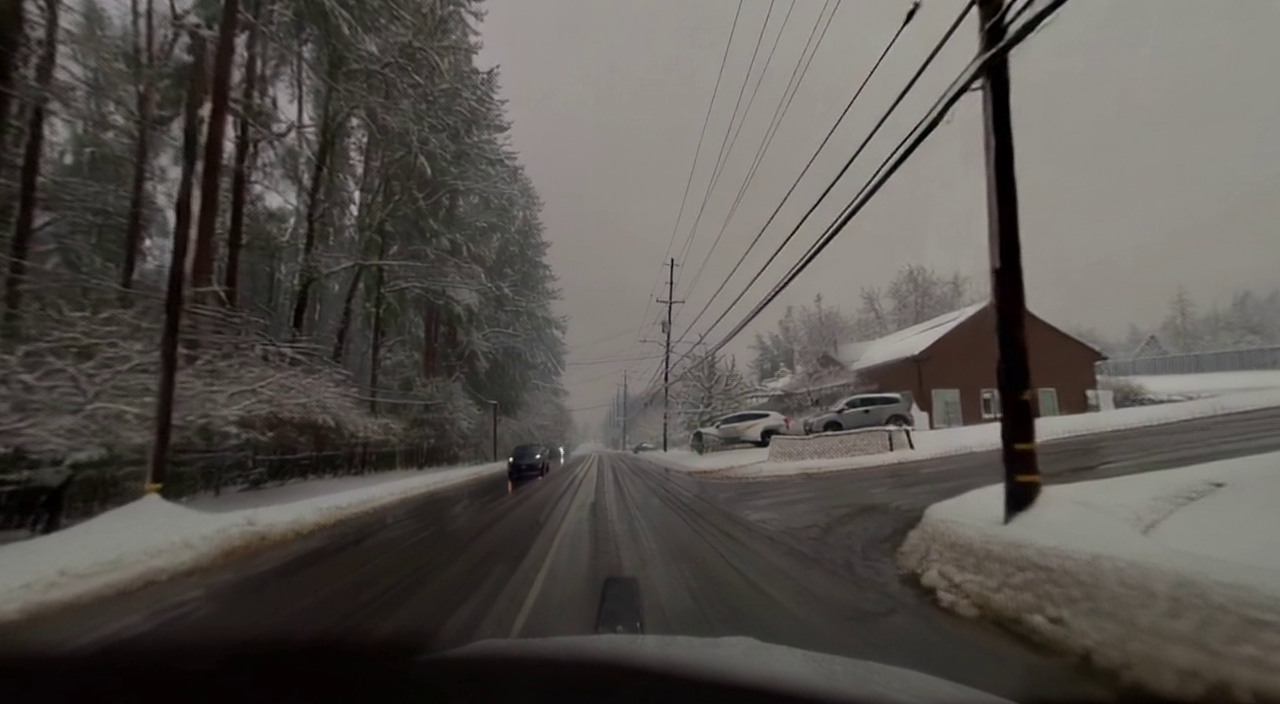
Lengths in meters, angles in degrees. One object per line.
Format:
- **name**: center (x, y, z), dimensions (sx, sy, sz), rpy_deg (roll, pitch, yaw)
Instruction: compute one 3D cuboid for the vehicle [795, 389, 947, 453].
- **vehicle**: center (7.858, 2.409, 21.528), dimensions (4.780, 1.984, 1.896), rpy_deg (4, -9, -24)
